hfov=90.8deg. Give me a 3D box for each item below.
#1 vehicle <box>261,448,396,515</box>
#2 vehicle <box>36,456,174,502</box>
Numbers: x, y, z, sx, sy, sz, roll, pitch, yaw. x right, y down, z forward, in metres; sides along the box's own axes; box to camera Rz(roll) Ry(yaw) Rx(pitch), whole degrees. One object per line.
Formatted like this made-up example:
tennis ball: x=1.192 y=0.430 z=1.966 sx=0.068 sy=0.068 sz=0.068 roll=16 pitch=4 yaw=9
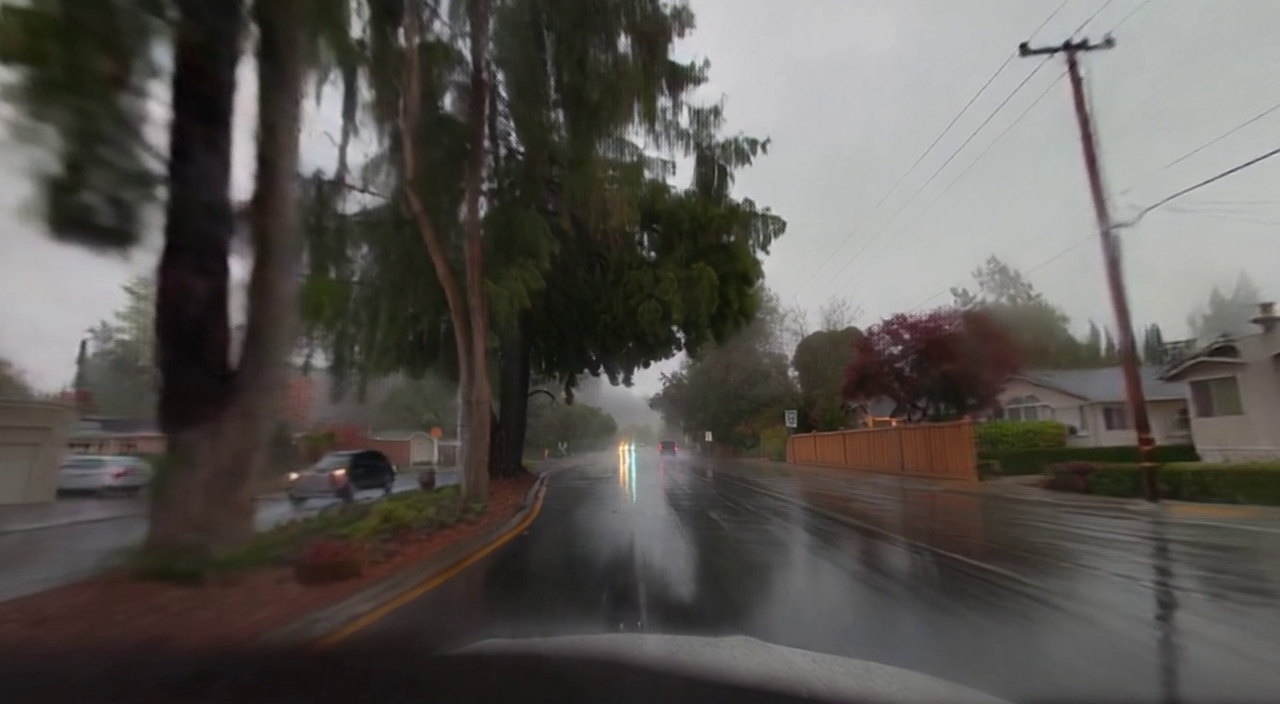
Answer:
vehicle: x=-8.960 y=3.707 z=18.686 sx=1.964 sy=1.722 sz=4.403 roll=0 pitch=-9 yaw=-4
vehicle: x=-21.838 y=5.150 z=26.079 sx=1.860 sy=1.663 sz=4.418 roll=0 pitch=-9 yaw=-1
